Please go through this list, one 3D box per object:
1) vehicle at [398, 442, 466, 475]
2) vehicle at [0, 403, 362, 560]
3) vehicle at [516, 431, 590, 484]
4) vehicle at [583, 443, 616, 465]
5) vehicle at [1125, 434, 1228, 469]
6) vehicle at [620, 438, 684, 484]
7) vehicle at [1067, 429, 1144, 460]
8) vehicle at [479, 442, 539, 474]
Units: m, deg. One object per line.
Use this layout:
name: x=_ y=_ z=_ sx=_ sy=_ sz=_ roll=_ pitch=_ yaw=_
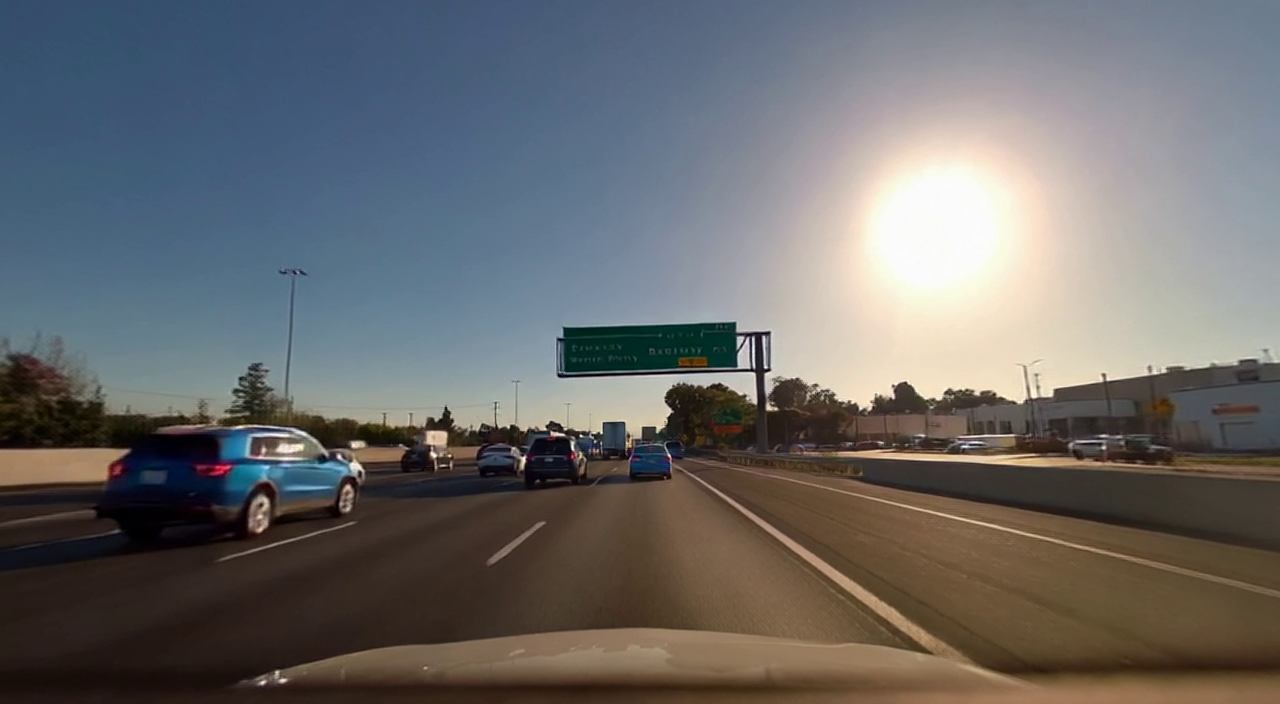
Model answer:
vehicle: x=-10.083 y=5.158 z=30.910 sx=1.861 sy=1.495 sz=4.007 roll=0 pitch=-8 yaw=1
vehicle: x=-6.499 y=1.853 z=9.793 sx=2.125 sy=1.804 sz=4.864 roll=0 pitch=-8 yaw=0
vehicle: x=-3.076 y=3.825 z=23.191 sx=2.007 sy=1.730 sz=4.412 roll=0 pitch=-8 yaw=1
vehicle: x=-2.934 y=7.483 z=46.451 sx=2.048 sy=1.497 sz=4.466 roll=0 pitch=-8 yaw=1
vehicle: x=30.894 y=5.708 z=36.549 sx=1.858 sy=1.741 sz=4.683 roll=-2 pitch=-7 yaw=1
vehicle: x=0.404 y=3.886 z=22.738 sx=2.090 sy=1.474 sz=3.970 roll=0 pitch=-8 yaw=1
vehicle: x=30.899 y=6.184 z=41.998 sx=1.939 sy=1.888 sz=3.984 roll=0 pitch=-9 yaw=-1
vehicle: x=-6.338 y=5.171 z=31.029 sx=1.933 sy=1.439 sz=4.441 roll=0 pitch=-8 yaw=1
